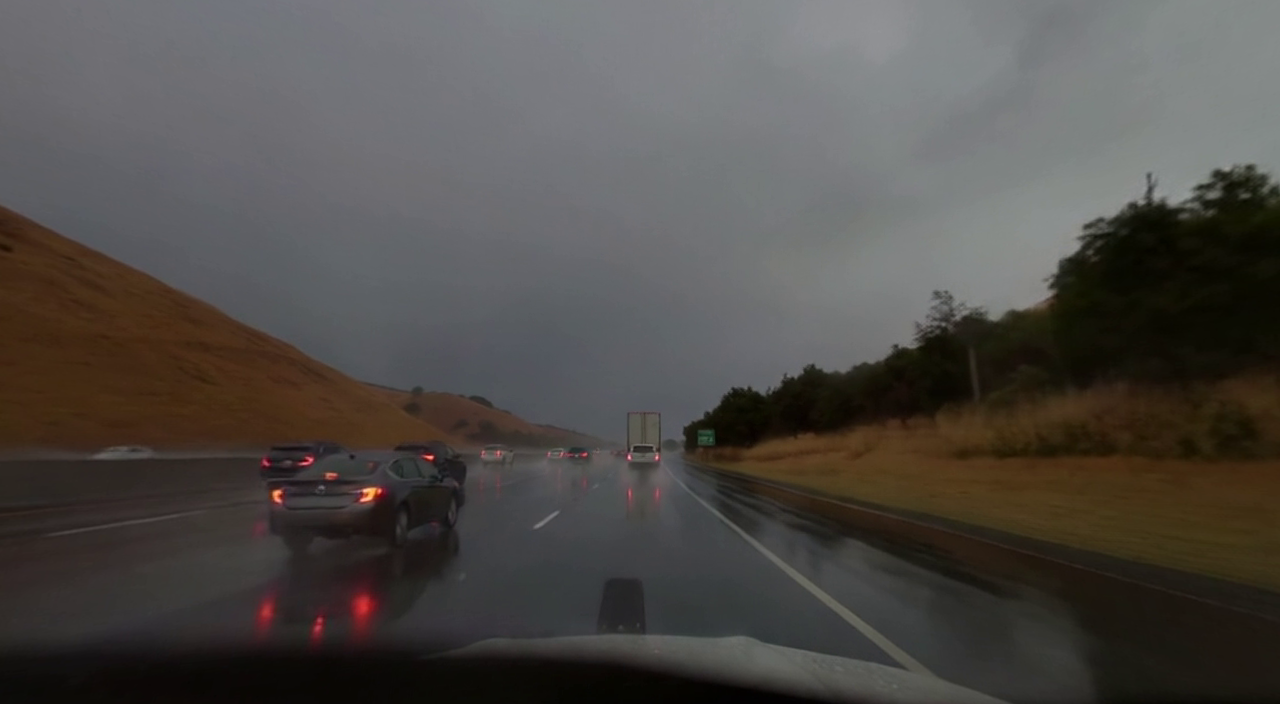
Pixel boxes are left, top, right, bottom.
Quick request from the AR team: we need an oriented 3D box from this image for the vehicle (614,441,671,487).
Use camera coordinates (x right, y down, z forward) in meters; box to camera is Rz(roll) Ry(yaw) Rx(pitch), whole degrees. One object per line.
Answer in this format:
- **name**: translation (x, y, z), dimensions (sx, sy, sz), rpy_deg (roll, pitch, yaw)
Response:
- **vehicle**: translation (0.107, 4.818, 27.494), dimensions (2.281, 1.795, 4.297), rpy_deg (1, -9, 0)

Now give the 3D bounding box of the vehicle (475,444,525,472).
- **vehicle**: translation (-10.941, 8.331, 49.804), dimensions (2.421, 2.025, 6.236), rpy_deg (0, -9, 1)

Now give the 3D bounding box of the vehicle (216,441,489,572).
- **vehicle**: translation (-3.883, 2.141, 9.610), dimensions (1.943, 1.468, 4.547), rpy_deg (0, -9, 1)

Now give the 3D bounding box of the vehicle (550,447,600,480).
- **vehicle**: translation (-3.494, 6.075, 34.621), dimensions (2.155, 1.661, 4.477), rpy_deg (0, -9, 1)
